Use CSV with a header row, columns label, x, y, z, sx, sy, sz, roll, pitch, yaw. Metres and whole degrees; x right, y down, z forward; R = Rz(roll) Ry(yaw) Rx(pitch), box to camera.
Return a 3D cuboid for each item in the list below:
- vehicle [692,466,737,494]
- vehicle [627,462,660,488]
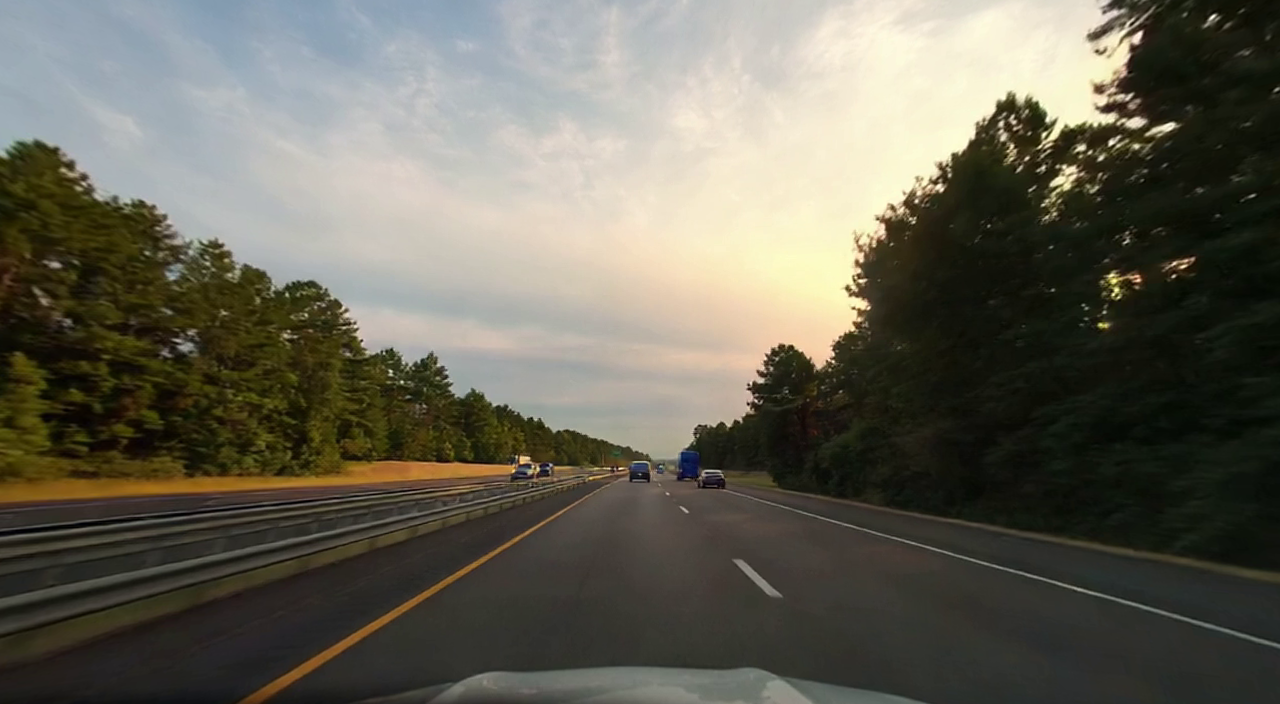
label,x,y,z,sx,sy,sz,roll,pitch,yaw
vehicle,4.500,7.805,38.670,2.073,1.532,4.969,1,-10,-1
vehicle,0.278,8.786,45.249,2.212,1.717,4.452,1,-10,1
